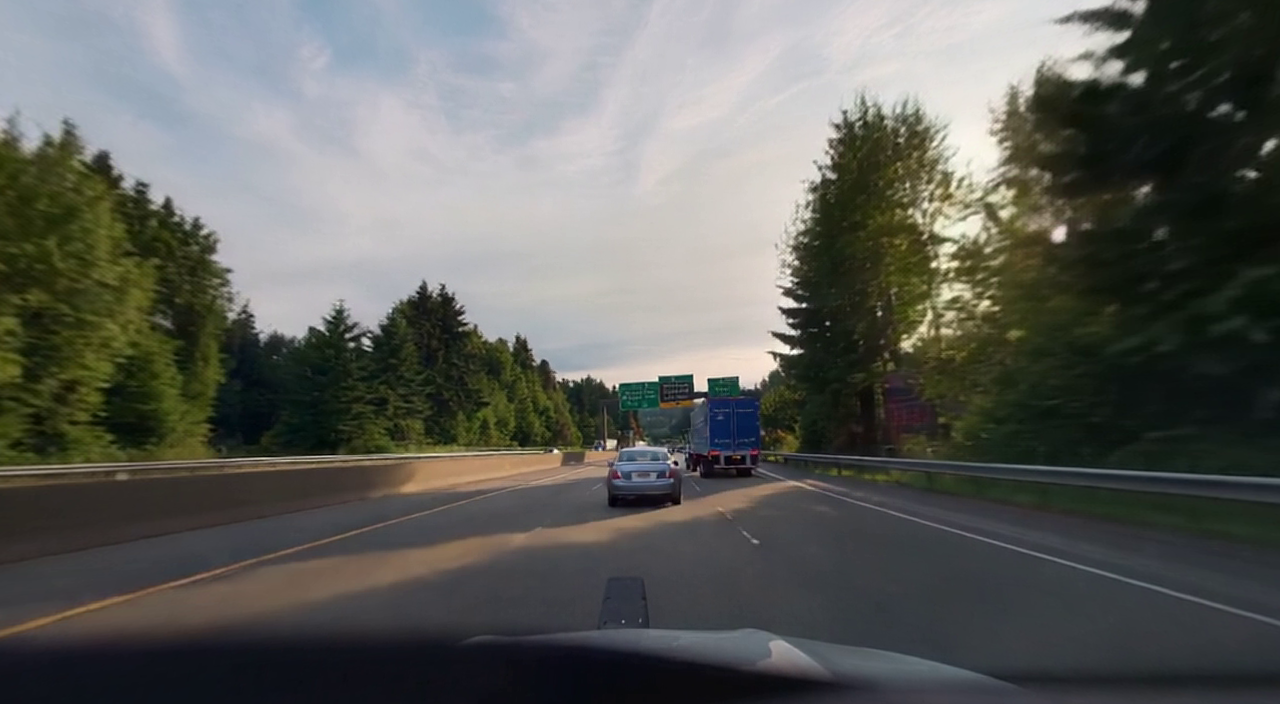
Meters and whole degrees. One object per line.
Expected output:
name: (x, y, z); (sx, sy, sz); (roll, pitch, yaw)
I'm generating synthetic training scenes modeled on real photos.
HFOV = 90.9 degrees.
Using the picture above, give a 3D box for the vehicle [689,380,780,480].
vehicle: (4.344, 4.250, 32.480); (2.960, 4.018, 13.834); (0, -9, 2)

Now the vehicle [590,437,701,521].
vehicle: (0.135, 2.714, 14.005); (2.039, 1.532, 4.610); (0, -9, 1)
